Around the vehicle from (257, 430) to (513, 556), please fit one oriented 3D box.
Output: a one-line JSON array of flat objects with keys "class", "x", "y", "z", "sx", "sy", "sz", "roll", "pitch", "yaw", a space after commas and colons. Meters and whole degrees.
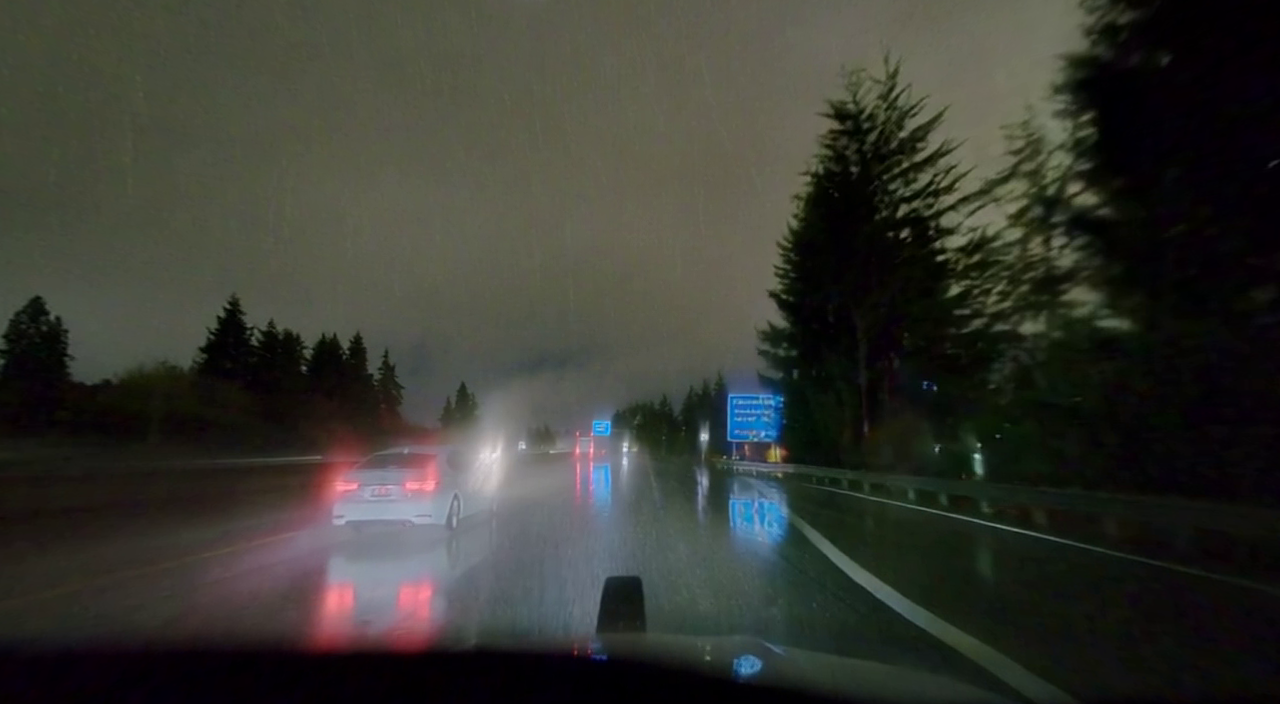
[{"class": "vehicle", "x": -3.760, "y": 2.193, "z": 10.614, "sx": 2.184, "sy": 1.574, "sz": 5.004, "roll": 0, "pitch": -9, "yaw": 1}]
